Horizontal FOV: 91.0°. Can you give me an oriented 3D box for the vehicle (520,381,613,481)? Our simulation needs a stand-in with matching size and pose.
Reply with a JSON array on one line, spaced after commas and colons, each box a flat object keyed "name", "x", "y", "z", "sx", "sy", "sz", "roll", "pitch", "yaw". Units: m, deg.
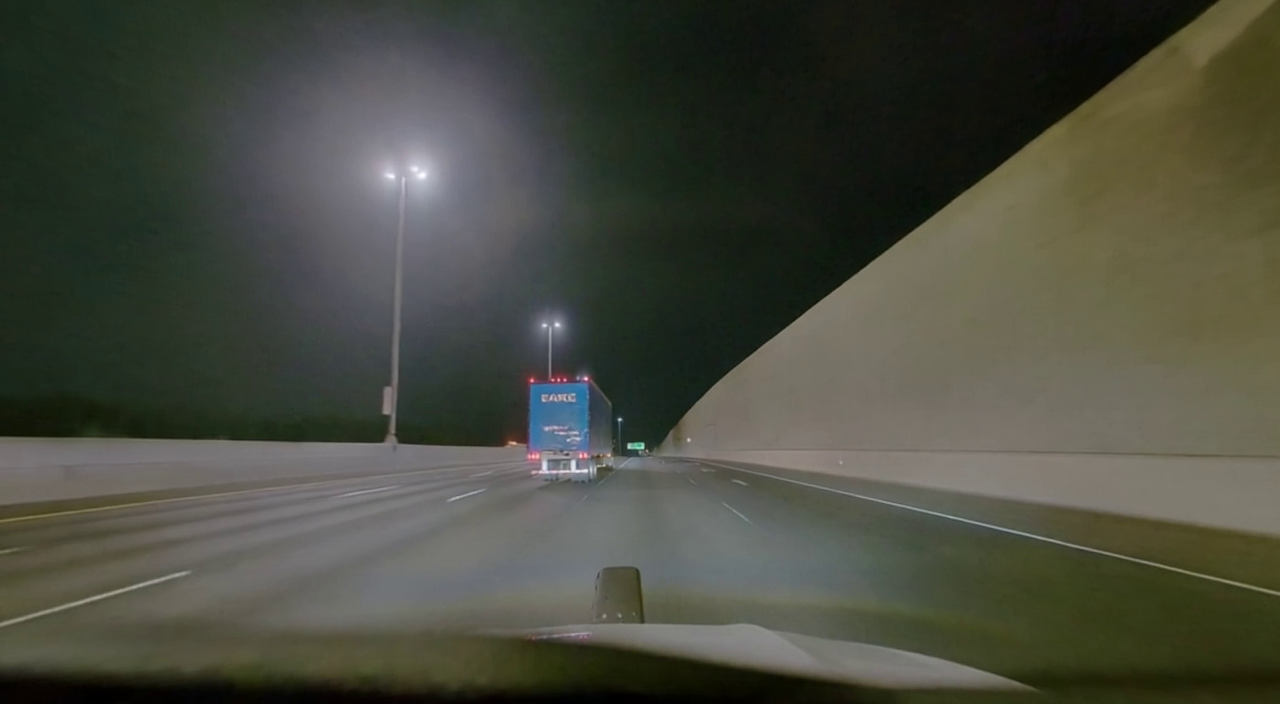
[{"name": "vehicle", "x": -3.161, "y": 3.981, "z": 30.680, "sx": 3.059, "sy": 3.956, "sz": 11.036, "roll": 0, "pitch": -9, "yaw": 1}]
